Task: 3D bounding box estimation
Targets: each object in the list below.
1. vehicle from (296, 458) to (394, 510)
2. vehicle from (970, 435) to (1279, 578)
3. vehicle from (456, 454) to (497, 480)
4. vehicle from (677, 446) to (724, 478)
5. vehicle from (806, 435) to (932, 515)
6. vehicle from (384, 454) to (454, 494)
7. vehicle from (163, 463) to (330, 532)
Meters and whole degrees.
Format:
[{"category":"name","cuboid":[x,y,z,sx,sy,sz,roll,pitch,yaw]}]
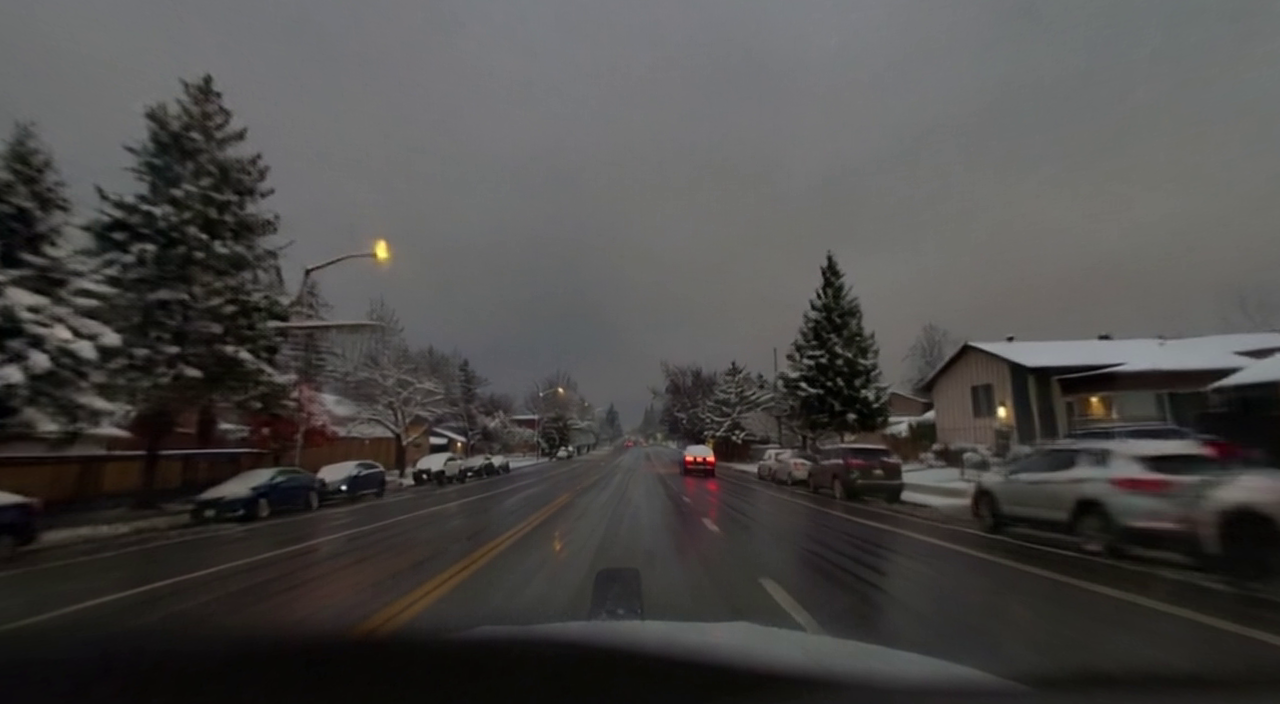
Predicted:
[{"category":"vehicle","cuboid":[-11.629,5.199,25.255,1.921,1.770,4.265,0,-8,-1]},{"category":"vehicle","cuboid":[7.549,2.248,10.129,1.979,1.754,4.370,0,-8,-3]},{"category":"vehicle","cuboid":[-12.232,8.614,47.587,2.032,1.773,4.471,0,-8,-2]},{"category":"vehicle","cuboid":[3.191,5.924,34.373,1.951,1.620,4.582,0,-8,-2]},{"category":"vehicle","cuboid":[7.237,3.898,20.659,2.081,2.286,4.941,0,-8,-2]},{"category":"vehicle","cuboid":[-11.524,6.356,33.353,2.049,1.848,4.693,0,-8,-1]},{"category":"vehicle","cuboid":[-11.771,4.339,19.458,1.888,1.668,5.052,0,-8,0]}]
